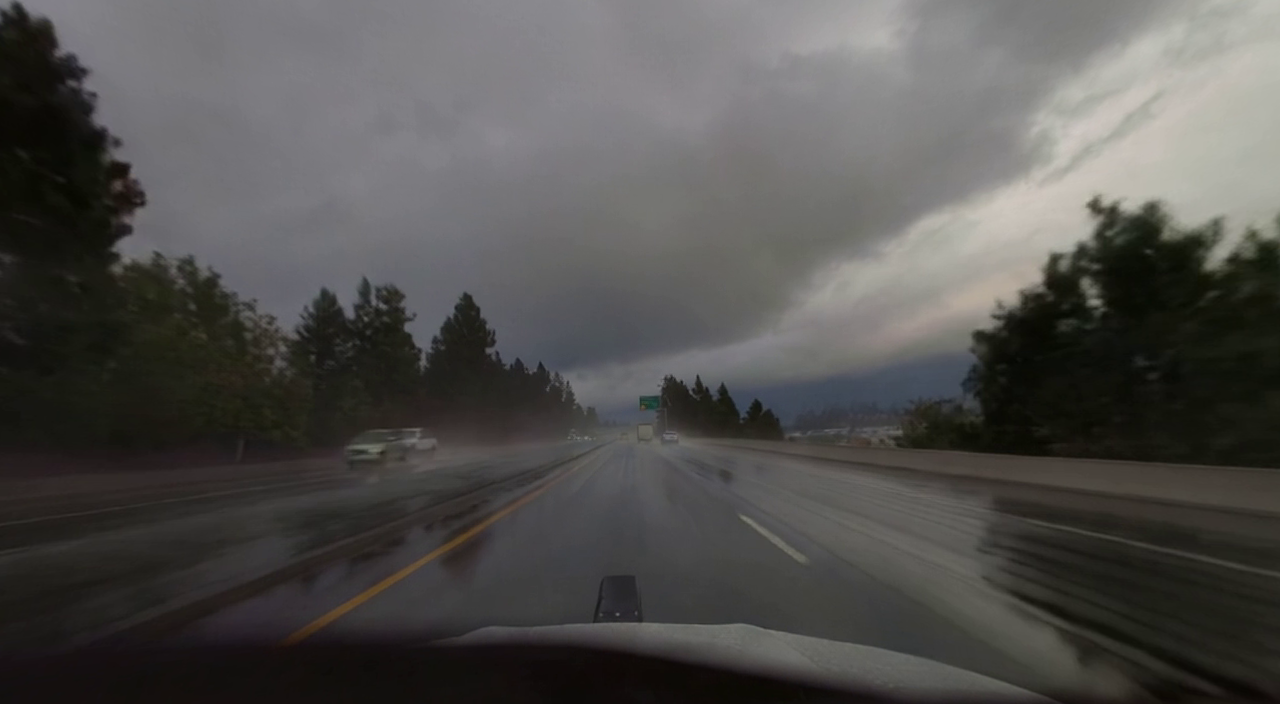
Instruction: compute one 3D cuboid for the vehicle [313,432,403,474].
[{"bbox_3d":[-13.869,4.954,31.186,2.703,1.938,3.843,0,-8,-1],"label":"vehicle"}]
